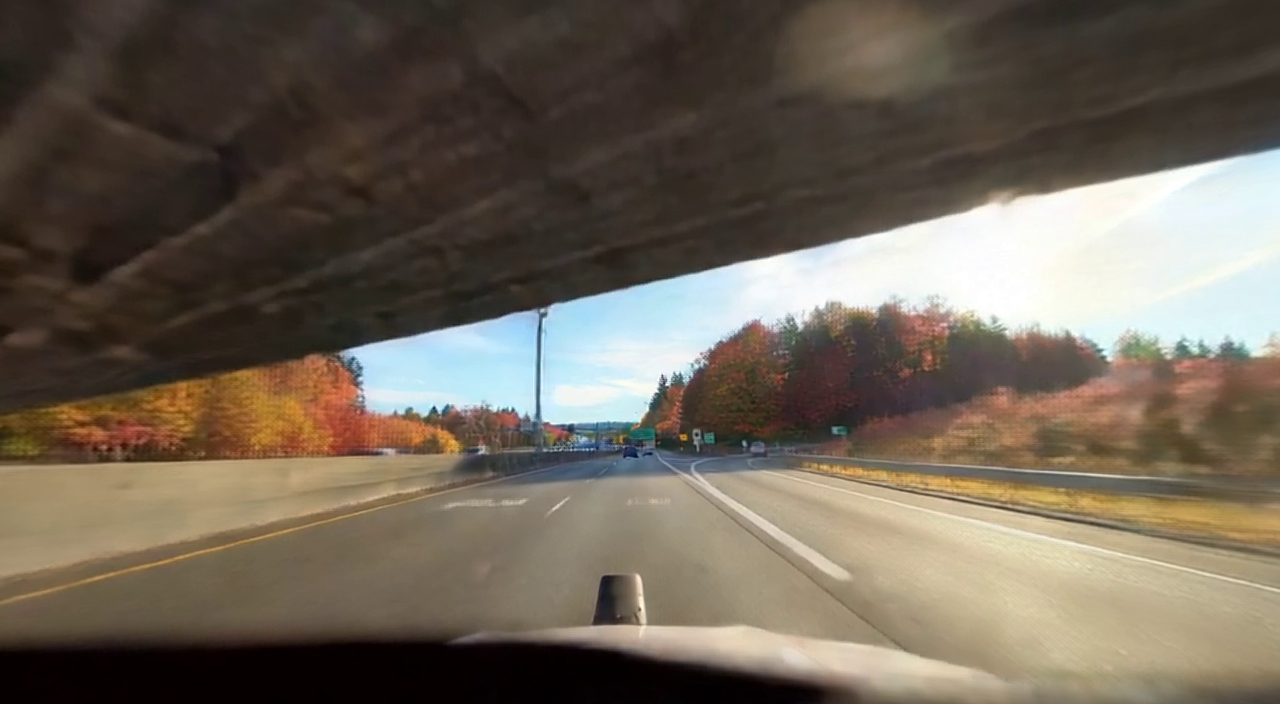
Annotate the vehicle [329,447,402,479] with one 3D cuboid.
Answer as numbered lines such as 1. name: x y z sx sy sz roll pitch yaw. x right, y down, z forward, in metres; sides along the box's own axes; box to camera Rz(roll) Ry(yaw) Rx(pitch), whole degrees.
1. vehicle: -15.821 6.398 36.449 1.965 1.670 4.881 -1 -9 1
